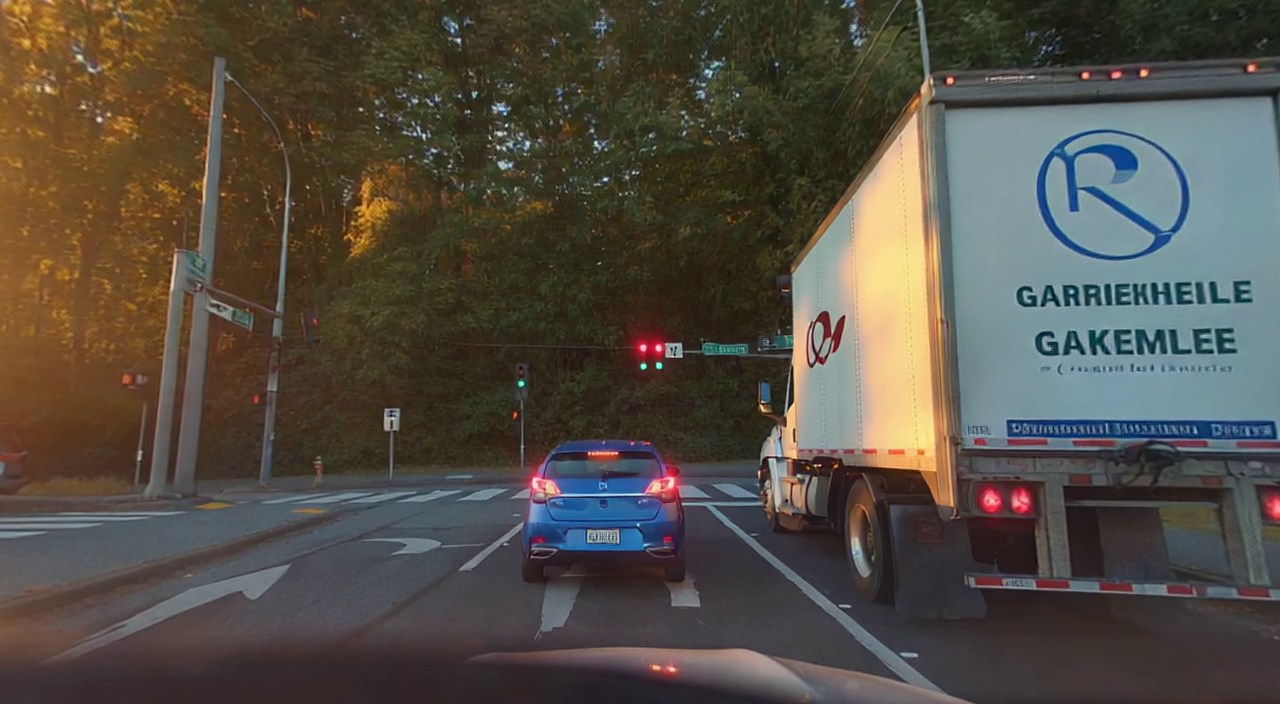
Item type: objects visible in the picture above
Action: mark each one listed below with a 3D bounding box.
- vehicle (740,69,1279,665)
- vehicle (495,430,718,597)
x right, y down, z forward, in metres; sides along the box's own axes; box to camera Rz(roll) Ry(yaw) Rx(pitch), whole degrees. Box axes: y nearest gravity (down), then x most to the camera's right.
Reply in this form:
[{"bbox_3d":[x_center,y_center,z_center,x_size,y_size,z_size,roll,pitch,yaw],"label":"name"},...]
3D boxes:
[{"bbox_3d":[3.521,0.713,8.776,2.884,3.753,9.763,0,-9,2],"label":"vehicle"},{"bbox_3d":[-0.337,1.706,7.426,1.975,1.457,3.526,0,-9,-1],"label":"vehicle"}]
